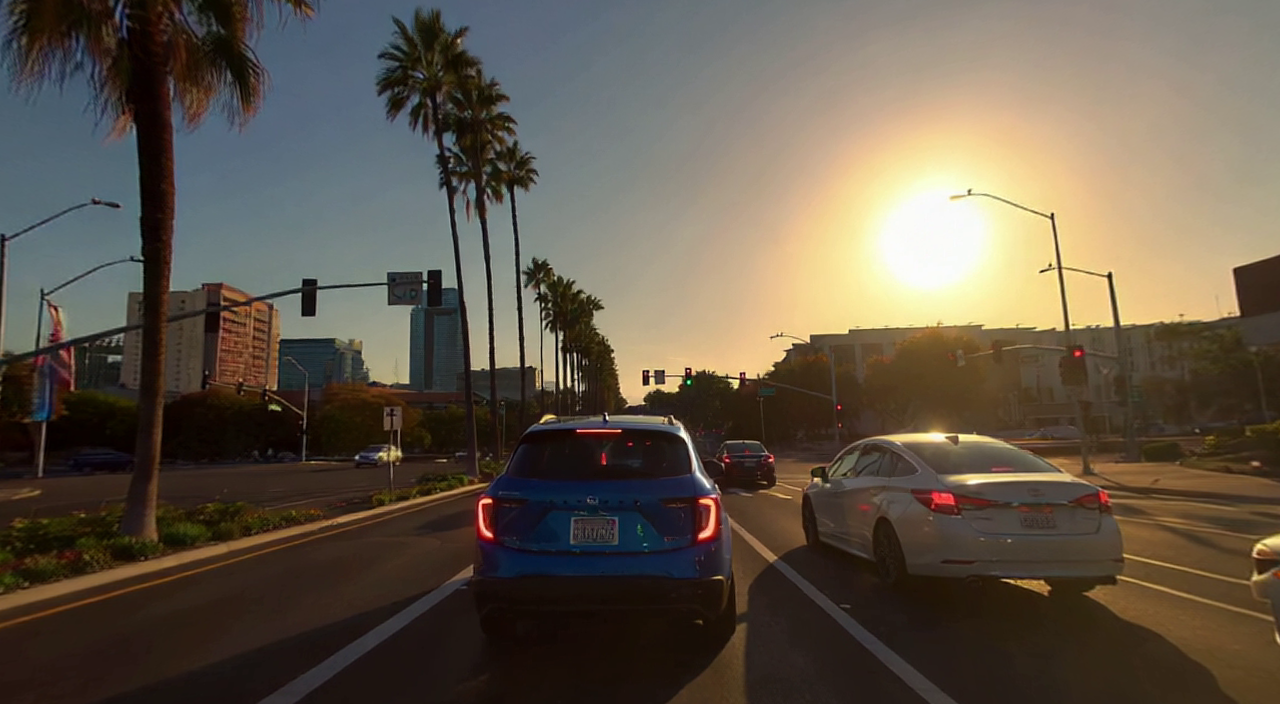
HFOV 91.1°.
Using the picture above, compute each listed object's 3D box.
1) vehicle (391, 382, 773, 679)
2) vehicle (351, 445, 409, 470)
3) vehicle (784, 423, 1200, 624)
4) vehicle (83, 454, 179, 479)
[{"bbox_3d":[-0.327,1.317,5.691,2.172,1.694,4.055,0,-8,0],"label":"vehicle"},{"bbox_3d":[-19.855,8.078,48.187,2.119,1.786,5.252,0,-9,1],"label":"vehicle"},{"bbox_3d":[3.131,1.609,6.955,1.971,1.473,4.495,0,-8,0],"label":"vehicle"},{"bbox_3d":[-38.147,8.555,47.110,5.347,1.785,2.123,0,-9,1],"label":"vehicle"}]
